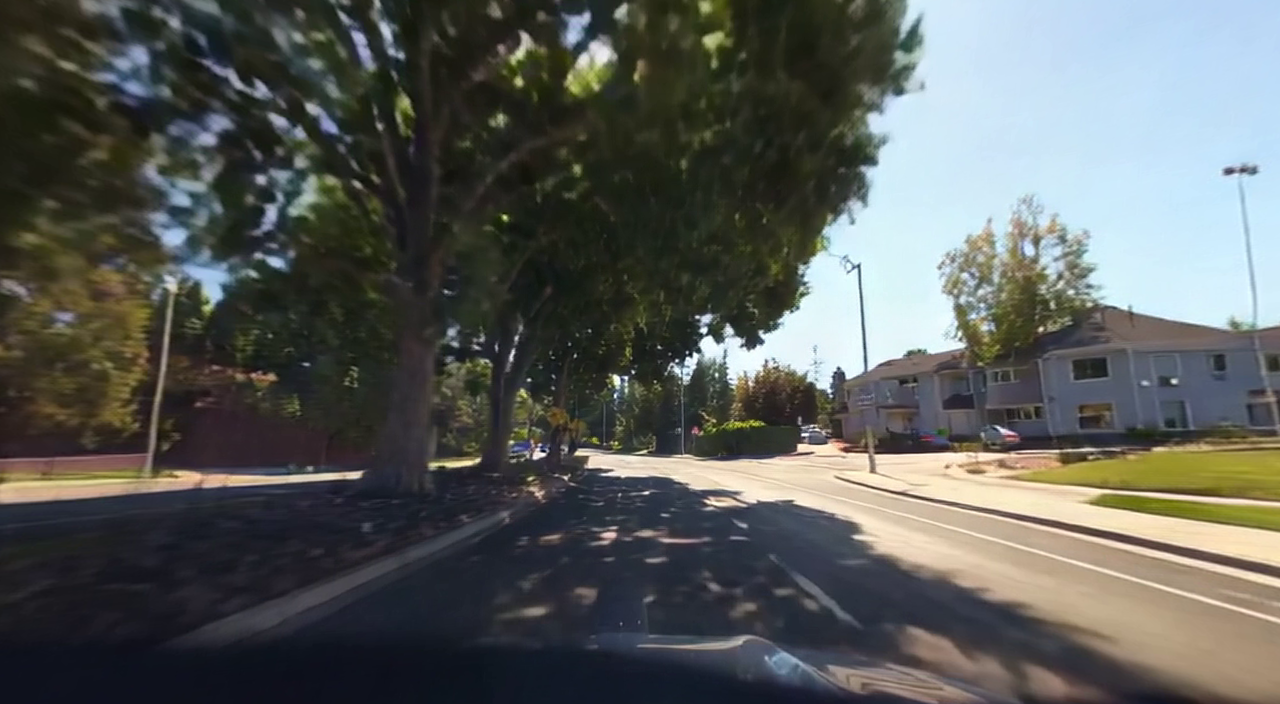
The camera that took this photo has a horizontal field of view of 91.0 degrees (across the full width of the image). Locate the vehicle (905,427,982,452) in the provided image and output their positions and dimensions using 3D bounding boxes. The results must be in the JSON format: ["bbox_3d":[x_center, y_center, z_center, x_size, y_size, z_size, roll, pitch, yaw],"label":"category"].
[{"bbox_3d":[21.006,6.099,43.588,4.499,1.627,2.003,-5,-10,33],"label":"vehicle"}]

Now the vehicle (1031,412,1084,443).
[{"bbox_3d":[29.494,5.357,44.412,2.111,2.008,4.557,-8,-12,44],"label":"vehicle"}]
